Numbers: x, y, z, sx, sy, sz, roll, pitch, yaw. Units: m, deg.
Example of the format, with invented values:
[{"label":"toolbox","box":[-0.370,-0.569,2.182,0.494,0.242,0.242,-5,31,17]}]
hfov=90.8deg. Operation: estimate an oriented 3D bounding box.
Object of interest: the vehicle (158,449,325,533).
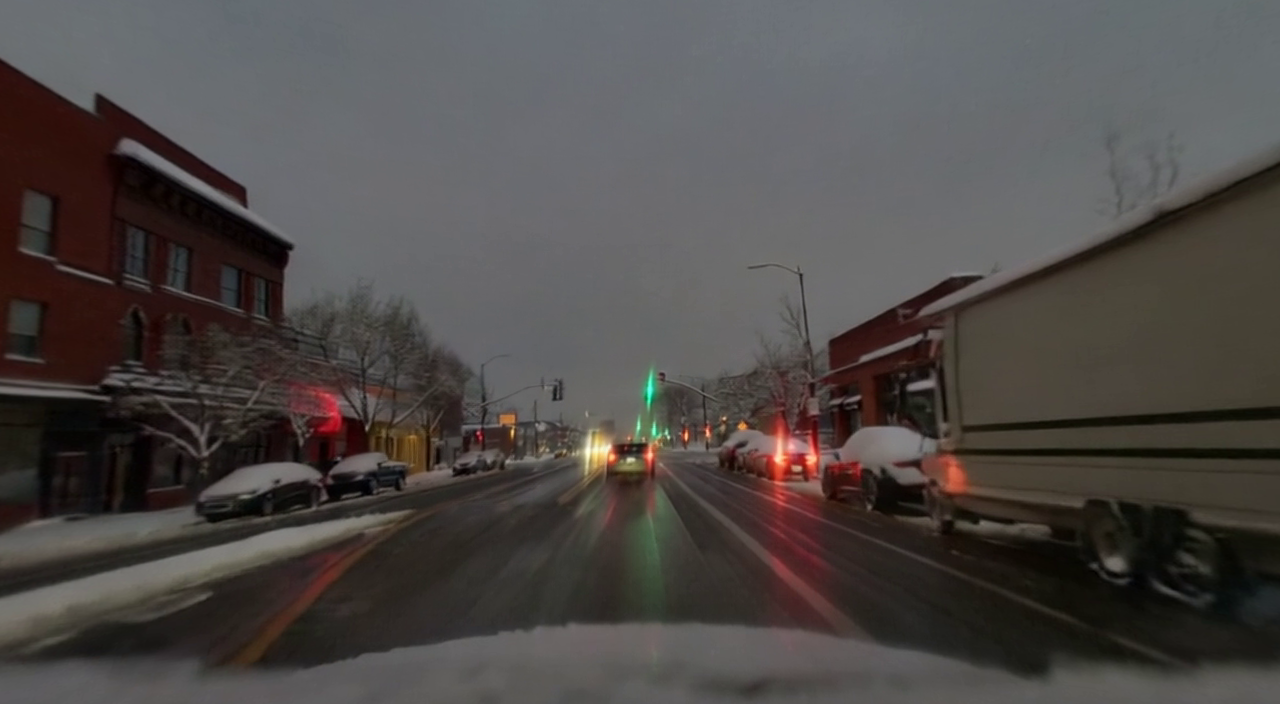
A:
[{"label":"vehicle","box":[-11.299,3.890,18.329,2.055,1.685,4.370,-5,-5,-1]}]

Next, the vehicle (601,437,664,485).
[{"label":"vehicle","box":[-0.273,3.943,23.177,2.086,1.575,4.205,0,-8,-1]}]

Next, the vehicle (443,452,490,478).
[{"label":"vehicle","box":[-11.225,7.342,41.188,1.868,1.502,4.626,0,-8,-2]}]

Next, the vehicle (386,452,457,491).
[{"label":"vehicle","box":[-11.233,6.138,32.866,1.920,1.498,4.591,-5,-6,1]}]

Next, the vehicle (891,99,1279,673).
[{"label":"vehicle","box":[5.429,0.514,6.054,2.893,3.553,7.295,0,-8,-1]}]

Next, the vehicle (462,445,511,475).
[{"label":"vehicle","box":[-11.434,8.024,47.416,2.240,2.052,5.872,0,-8,0]}]

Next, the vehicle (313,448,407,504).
[{"label":"vehicle","box":[-11.469,5.053,26.259,1.872,1.731,4.656,-4,-6,-2]}]
